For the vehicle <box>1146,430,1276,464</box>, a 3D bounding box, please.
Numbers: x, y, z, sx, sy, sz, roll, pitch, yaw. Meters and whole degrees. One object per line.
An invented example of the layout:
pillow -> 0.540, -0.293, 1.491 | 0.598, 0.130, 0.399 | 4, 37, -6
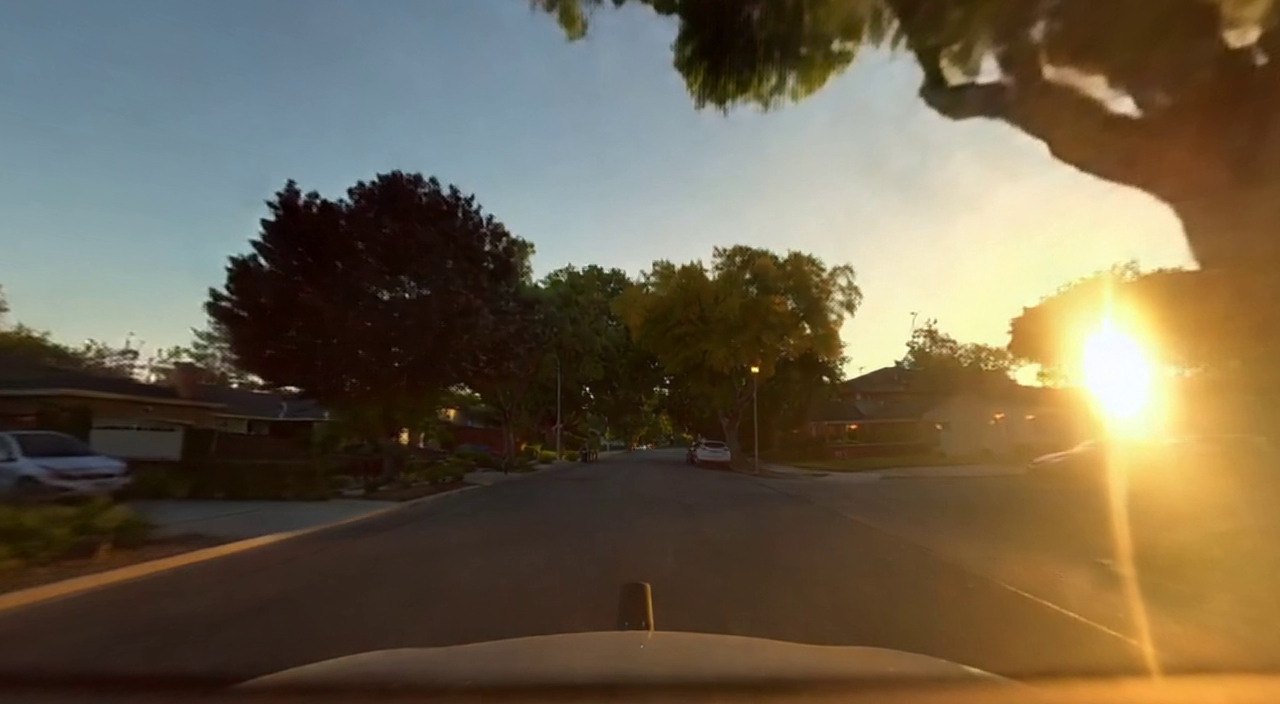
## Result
vehicle -> 27.772, 4.655, 30.908 | 2.009, 1.538, 4.676 | 0, -8, 0

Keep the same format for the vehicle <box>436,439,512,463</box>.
vehicle -> -12.178, 7.250, 46.319 | 4.906, 1.564, 1.988 | 0, -8, 7

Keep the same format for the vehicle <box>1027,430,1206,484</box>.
vehicle -> 17.547, 3.883, 23.478 | 4.681, 1.810, 2.249 | -2, -8, 5

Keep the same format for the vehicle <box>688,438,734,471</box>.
vehicle -> 4.072, 5.968, 36.886 | 2.046, 1.760, 4.570 | 0, -8, -1

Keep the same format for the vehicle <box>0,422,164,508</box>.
vehicle -> -13.277, 2.380, 13.460 | 4.543, 1.691, 1.957 | 0, -8, -1
